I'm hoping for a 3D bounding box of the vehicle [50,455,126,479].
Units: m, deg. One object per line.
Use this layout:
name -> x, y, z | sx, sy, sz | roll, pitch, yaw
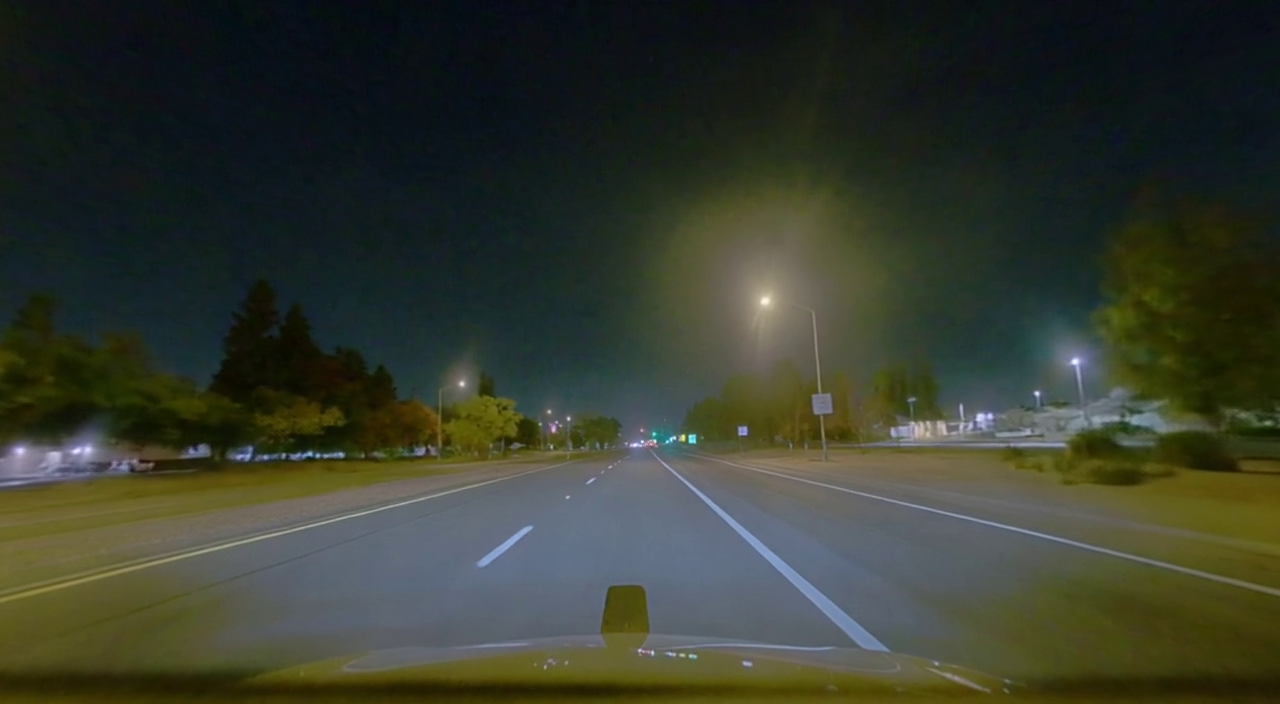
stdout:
vehicle -> -43.477, 9.054, 49.767 | 1.882, 1.684, 4.541 | 0, -8, 0
